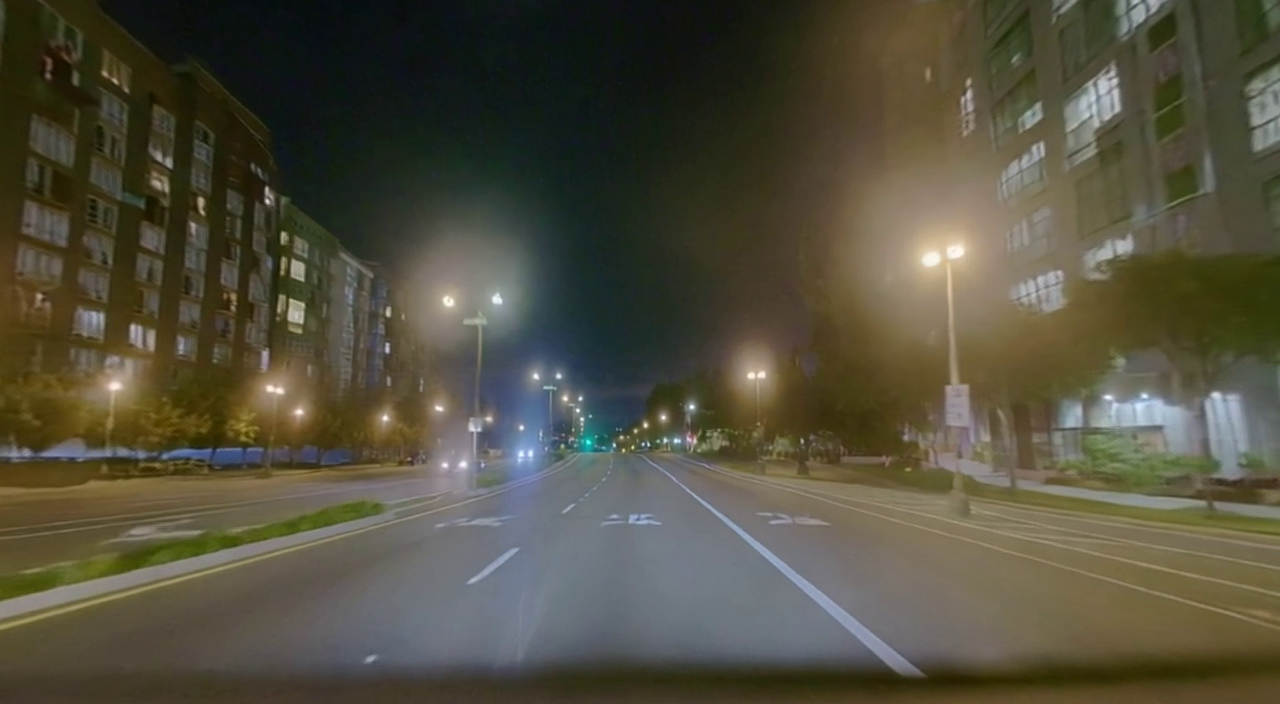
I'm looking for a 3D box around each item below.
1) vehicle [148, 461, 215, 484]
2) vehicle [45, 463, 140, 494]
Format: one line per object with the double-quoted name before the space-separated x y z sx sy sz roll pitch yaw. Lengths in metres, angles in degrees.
"vehicle" -28.943 7.605 39.871 1.518 1.364 3.470 0 -10 2
"vehicle" -29.021 6.697 33.547 1.662 1.428 3.650 0 -9 1
